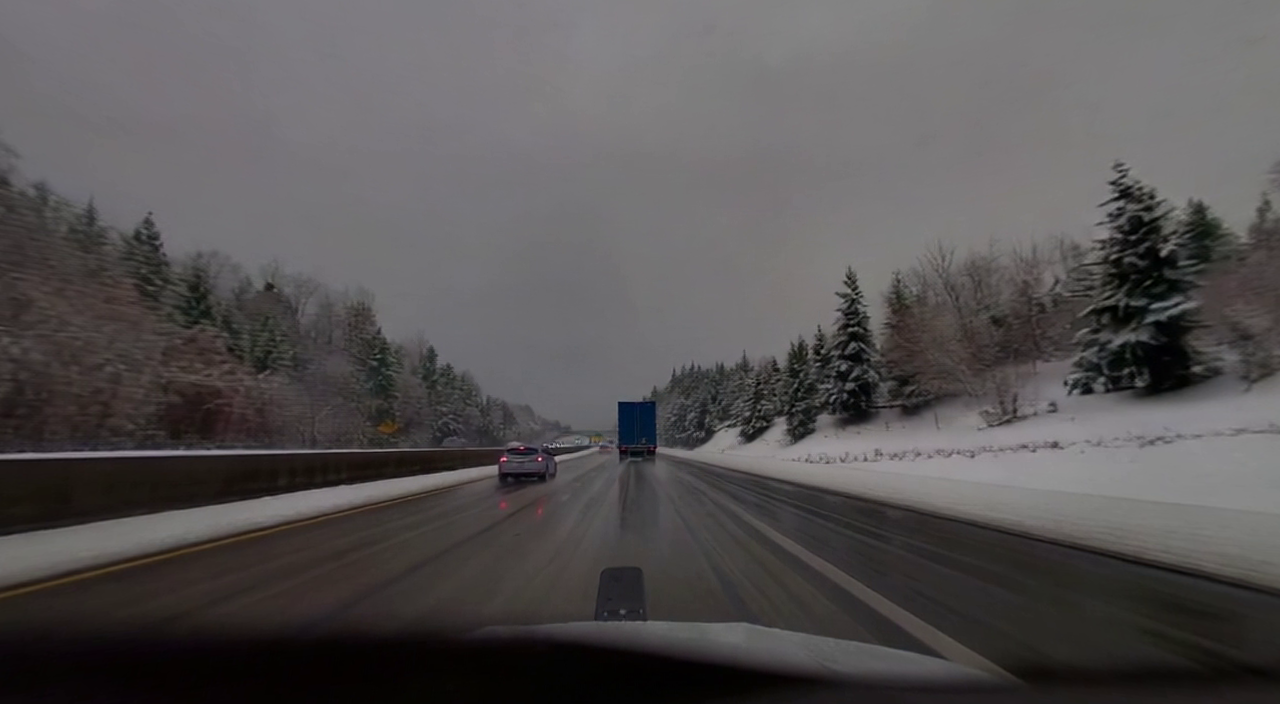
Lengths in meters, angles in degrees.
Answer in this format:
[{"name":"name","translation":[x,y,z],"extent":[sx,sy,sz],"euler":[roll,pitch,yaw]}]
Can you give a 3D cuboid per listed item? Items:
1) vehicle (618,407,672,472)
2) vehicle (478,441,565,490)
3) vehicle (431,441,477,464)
[{"name":"vehicle","translation":[0.134,5.602,40.018],"extent":[2.893,3.628,9.081],"euler":[0,-9,-3]},{"name":"vehicle","translation":[-4.022,3.973,22.368],"extent":[2.114,1.523,5.110],"euler":[0,-9,0]},{"name":"vehicle","translation":[-13.050,7.070,44.508],"extent":[2.020,1.509,4.186],"euler":[0,-9,0]}]
